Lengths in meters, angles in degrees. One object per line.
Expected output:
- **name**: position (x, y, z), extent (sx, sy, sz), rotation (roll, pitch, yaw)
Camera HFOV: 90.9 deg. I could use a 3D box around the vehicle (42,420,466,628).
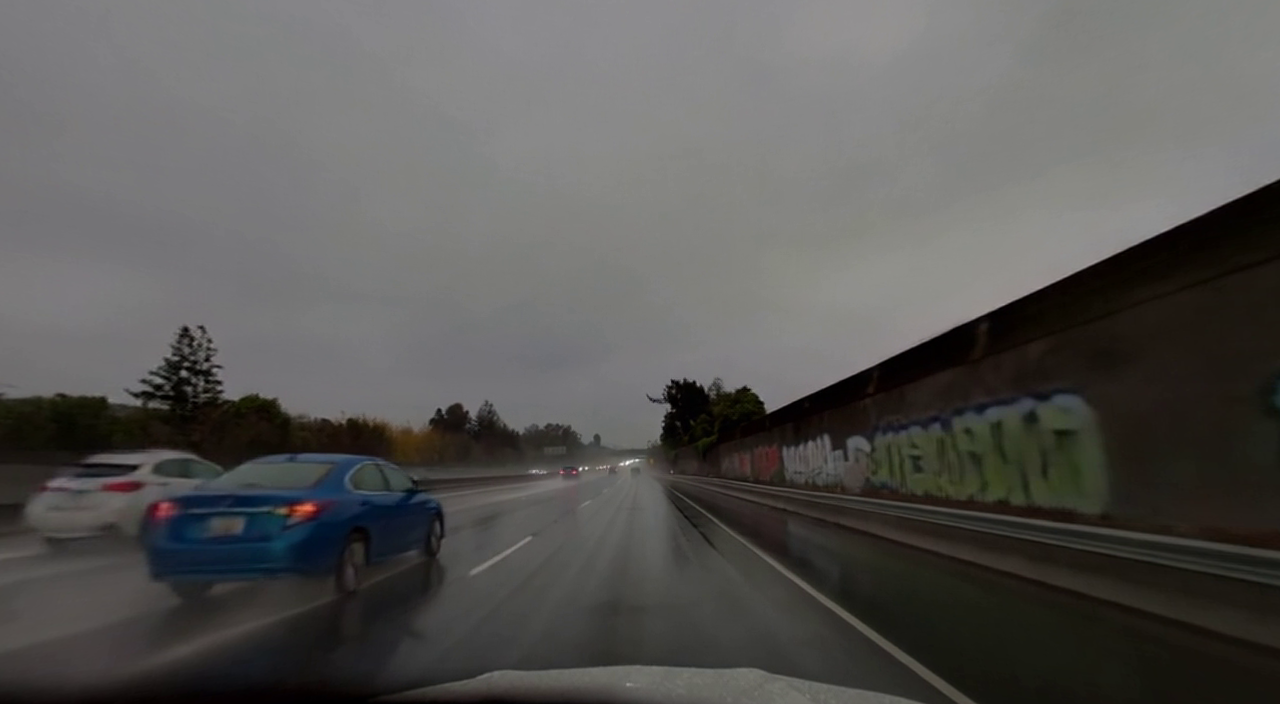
- **vehicle**: position (-3.846, 1.844, 7.562), extent (2.173, 1.696, 4.462), rotation (1, -10, 1)
